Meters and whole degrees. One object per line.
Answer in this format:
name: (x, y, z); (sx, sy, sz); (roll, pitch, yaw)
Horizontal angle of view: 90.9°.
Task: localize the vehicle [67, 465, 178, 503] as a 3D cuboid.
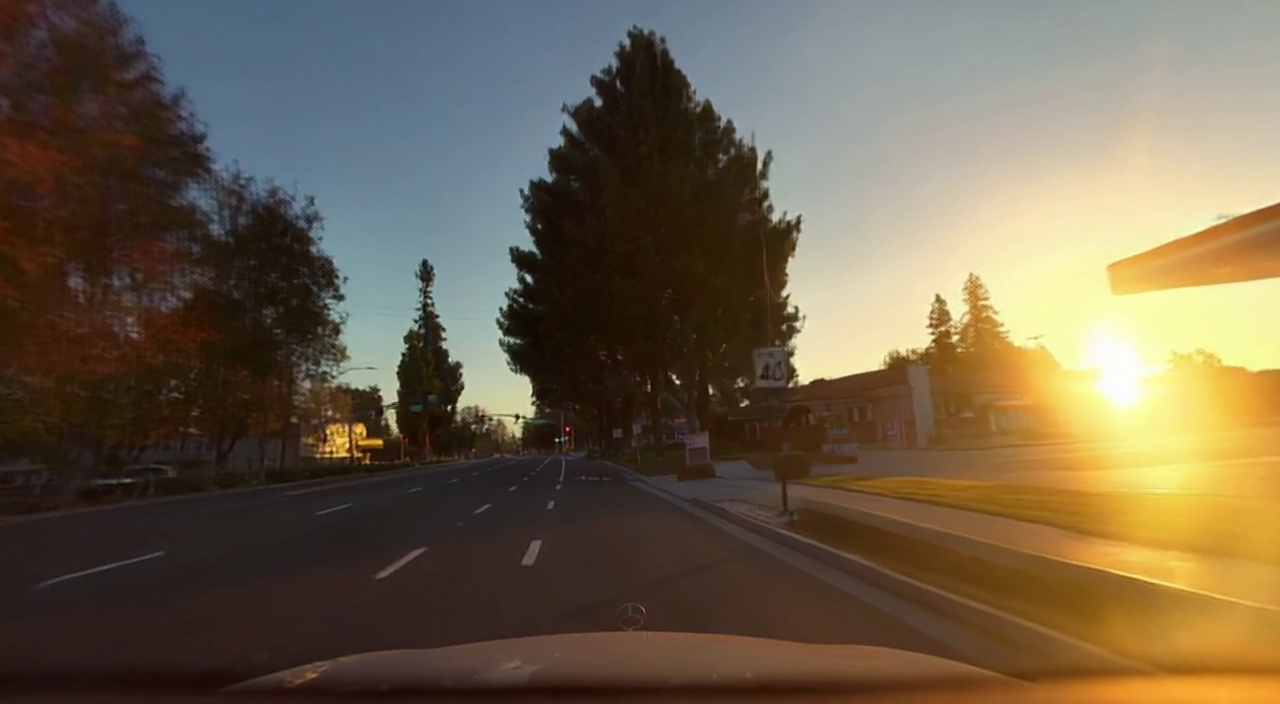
vehicle: (-24.299, 6.177, 29.854); (1.794, 1.468, 4.388); (1, -8, -5)
